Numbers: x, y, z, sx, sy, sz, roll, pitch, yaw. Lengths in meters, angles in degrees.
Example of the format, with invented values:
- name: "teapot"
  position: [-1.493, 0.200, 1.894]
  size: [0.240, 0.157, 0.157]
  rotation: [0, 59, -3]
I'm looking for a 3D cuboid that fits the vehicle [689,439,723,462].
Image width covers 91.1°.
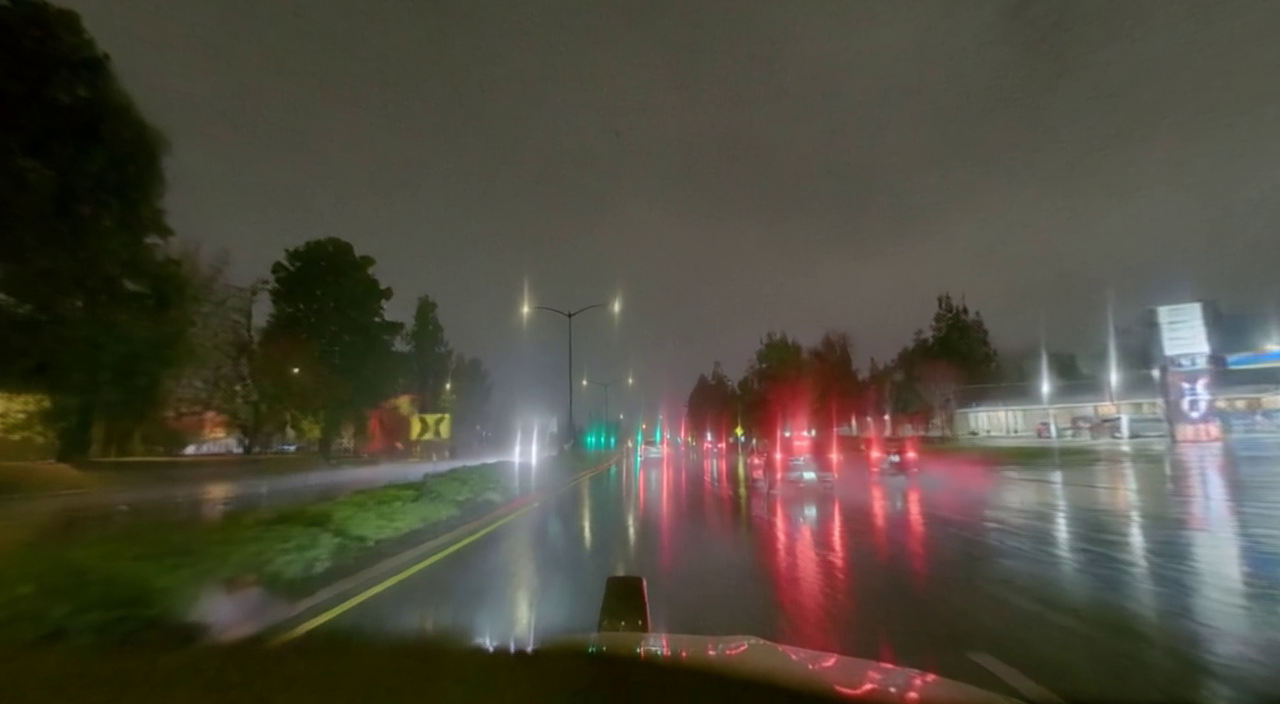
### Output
- name: "vehicle"
  position: [4.579, 6.906, 44.062]
  size: [1.980, 1.515, 4.362]
  rotation: [0, -8, 0]

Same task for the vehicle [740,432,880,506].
- name: "vehicle"
  position: [3.899, 2.773, 15.436]
  size: [2.119, 1.509, 4.756]
  rotation: [0, -8, 0]

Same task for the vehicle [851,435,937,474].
- name: "vehicle"
  position: [10.718, 4.337, 26.817]
  size: [1.906, 1.488, 4.251]
  rotation: [0, -8, 0]

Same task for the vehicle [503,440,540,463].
- name: "vehicle"
  position: [-9.351, 7.883, 49.877]
  size: [2.004, 1.683, 4.290]
  rotation: [0, -8, 1]

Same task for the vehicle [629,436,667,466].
- name: "vehicle"
  position: [0.482, 5.872, 37.355]
  size: [2.172, 1.694, 4.055]
  rotation: [0, -8, 1]
